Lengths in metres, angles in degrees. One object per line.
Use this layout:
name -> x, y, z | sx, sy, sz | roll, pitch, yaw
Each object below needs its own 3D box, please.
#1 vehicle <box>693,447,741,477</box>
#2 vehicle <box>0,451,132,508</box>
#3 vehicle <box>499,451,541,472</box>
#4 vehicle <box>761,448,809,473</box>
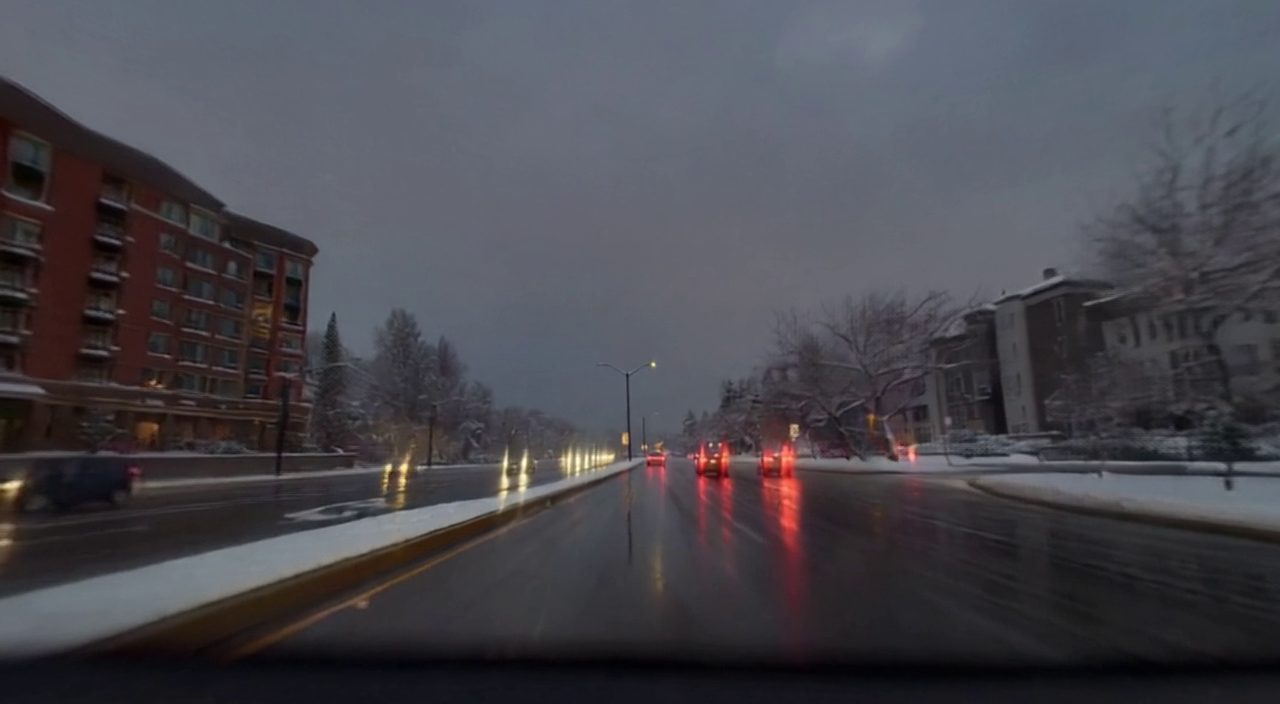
vehicle -> 4.097, 5.898, 34.215 | 2.020, 1.479, 4.650 | 0, -9, 0
vehicle -> -21.648, 4.502, 22.900 | 2.141, 1.809, 5.002 | -1, -9, 3
vehicle -> -8.944, 8.210, 47.562 | 2.012, 1.520, 4.645 | -1, -9, 3
vehicle -> 8.766, 6.577, 38.500 | 1.932, 1.439, 4.159 | 0, -9, 0
